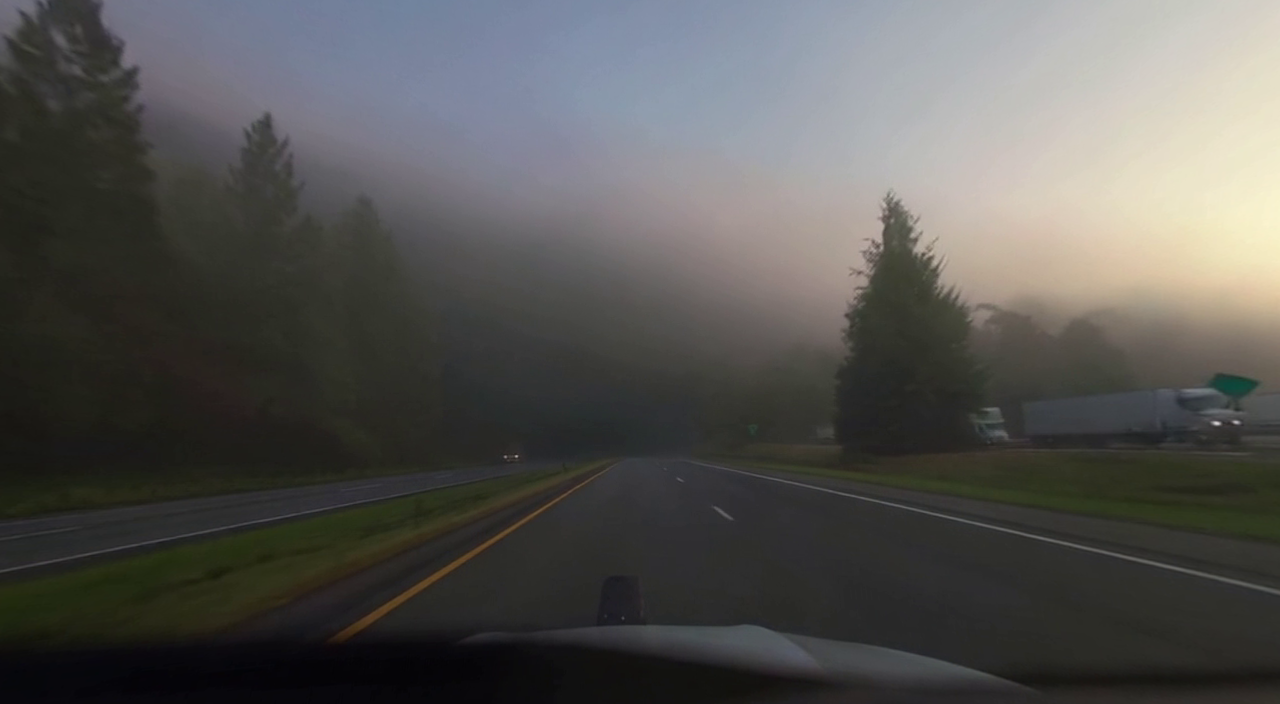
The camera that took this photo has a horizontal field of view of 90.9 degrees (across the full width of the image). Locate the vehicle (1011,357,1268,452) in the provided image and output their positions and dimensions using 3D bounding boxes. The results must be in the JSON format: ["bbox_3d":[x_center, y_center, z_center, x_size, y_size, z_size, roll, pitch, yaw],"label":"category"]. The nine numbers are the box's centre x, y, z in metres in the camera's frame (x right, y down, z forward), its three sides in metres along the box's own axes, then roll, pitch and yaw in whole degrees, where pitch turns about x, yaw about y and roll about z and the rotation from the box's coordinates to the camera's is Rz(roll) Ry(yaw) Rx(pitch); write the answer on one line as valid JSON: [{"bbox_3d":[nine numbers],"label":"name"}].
[{"bbox_3d":[25.783,3.347,34.383,2.909,4.099,14.187,0,-9,2],"label":"vehicle"}]
